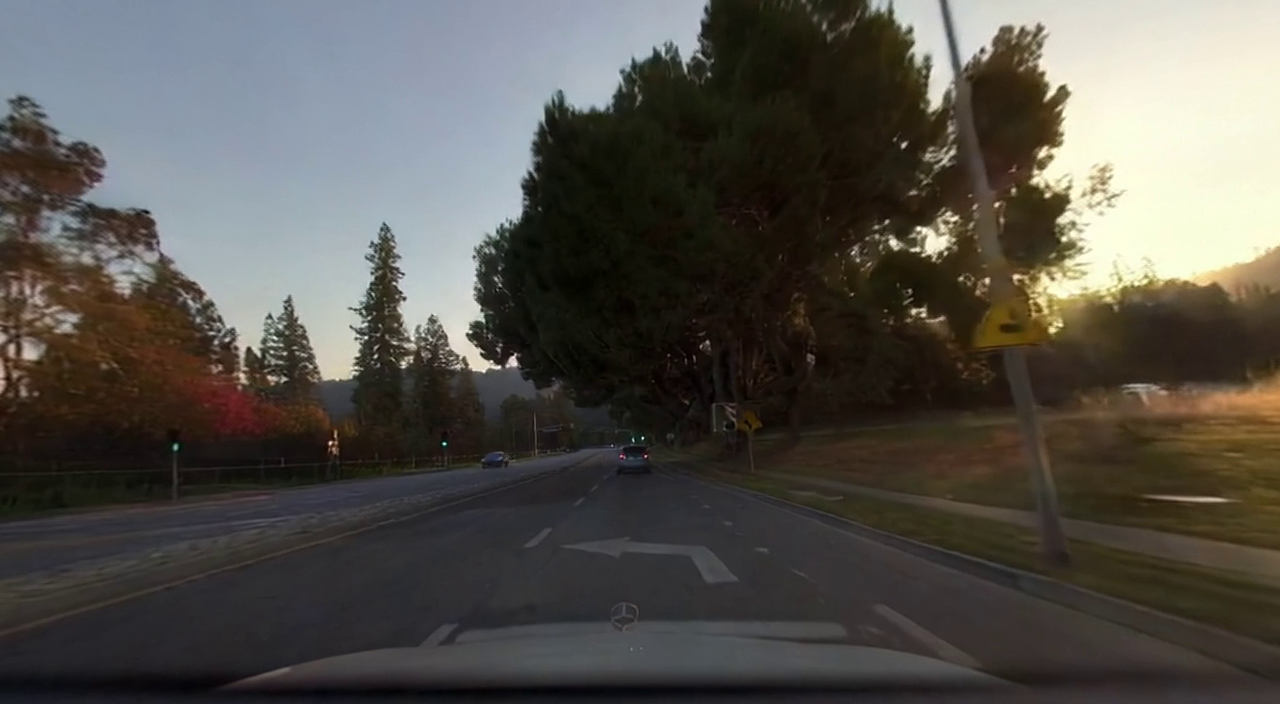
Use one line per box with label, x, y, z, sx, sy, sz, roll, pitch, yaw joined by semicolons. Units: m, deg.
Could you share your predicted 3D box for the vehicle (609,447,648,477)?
vehicle;-0.630;5.833;33.543;1.954;1.469;3.465;0;-9;-2
